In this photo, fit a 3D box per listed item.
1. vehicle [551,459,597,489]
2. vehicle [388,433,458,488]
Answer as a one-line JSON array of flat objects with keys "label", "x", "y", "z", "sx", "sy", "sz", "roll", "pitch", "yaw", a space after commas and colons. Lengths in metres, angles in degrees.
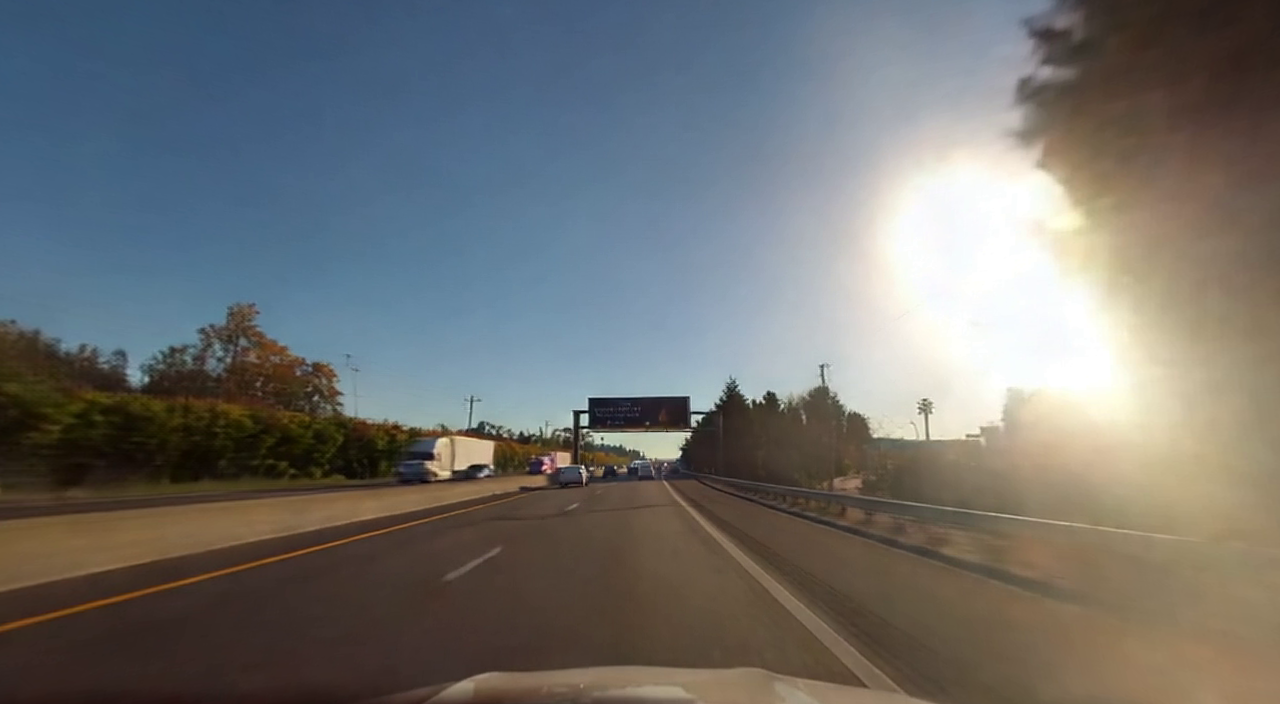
[{"label": "vehicle", "x": -4.041, "y": 7.629, "z": 39.371, "sx": 2.160, "sy": 1.721, "sz": 4.368, "roll": 0, "pitch": -11, "yaw": 2}, {"label": "vehicle", "x": -16.703, "y": 8.444, "z": 48.914, "sx": 3.027, "sy": 3.952, "sz": 5.790, "roll": 1, "pitch": -11, "yaw": 2}]
